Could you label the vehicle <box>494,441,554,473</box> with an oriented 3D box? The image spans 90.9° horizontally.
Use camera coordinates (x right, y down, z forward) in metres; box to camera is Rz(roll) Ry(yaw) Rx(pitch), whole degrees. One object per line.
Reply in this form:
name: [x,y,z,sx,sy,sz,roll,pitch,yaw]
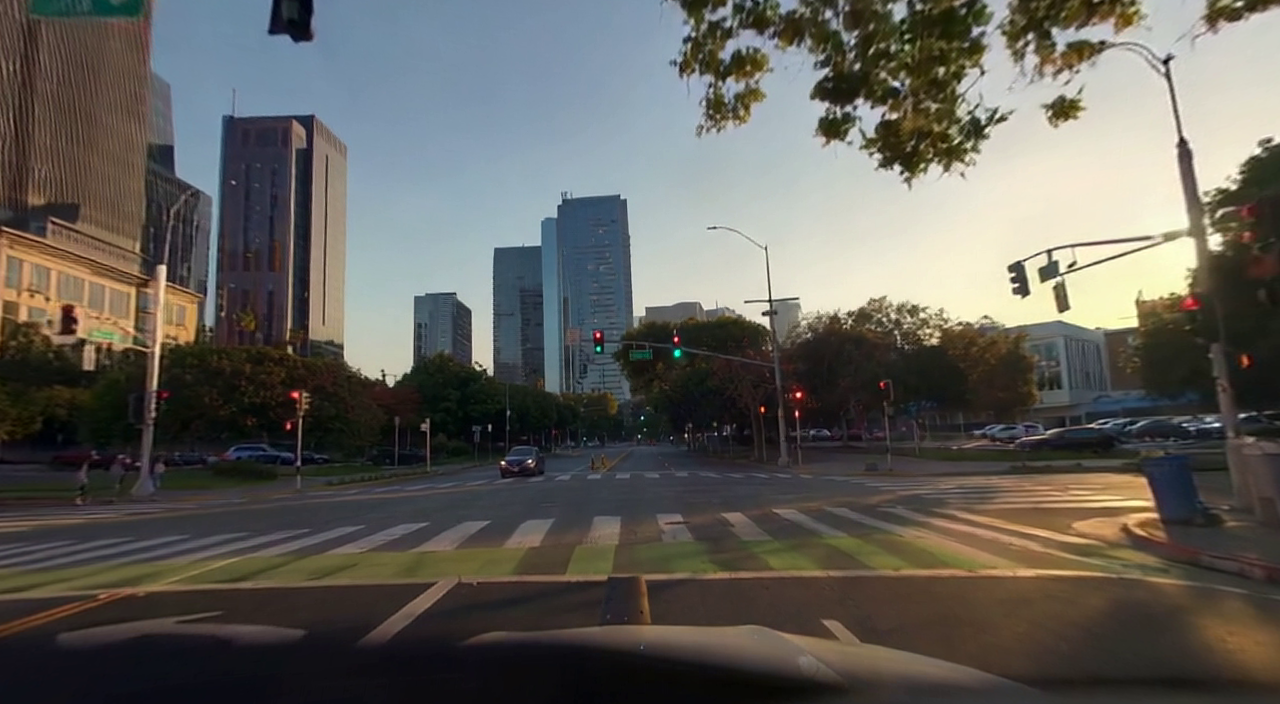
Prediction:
vehicle: [-5.738,5.250,31.733,2.127,1.473,4.428,0,-8,1]
